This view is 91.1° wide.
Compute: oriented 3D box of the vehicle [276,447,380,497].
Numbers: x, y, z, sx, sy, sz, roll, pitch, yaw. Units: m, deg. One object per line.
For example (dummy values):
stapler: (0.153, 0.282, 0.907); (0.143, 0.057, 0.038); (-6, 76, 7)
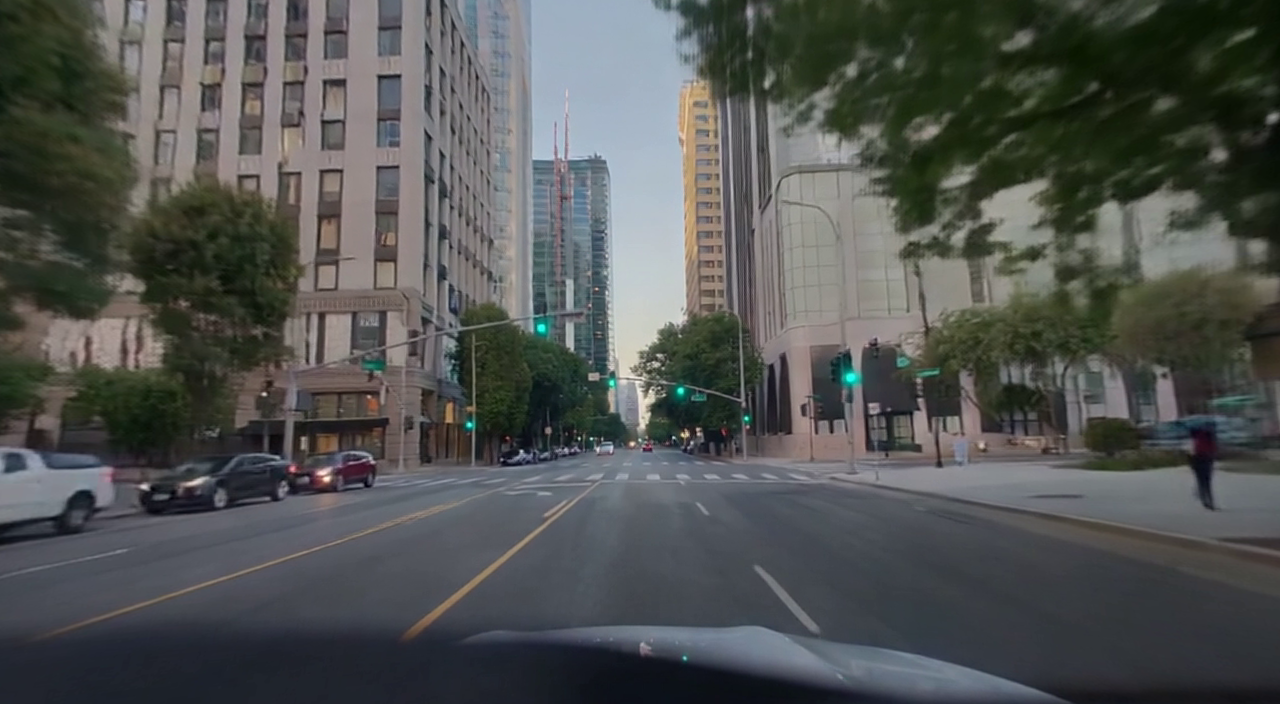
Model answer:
vehicle: (-11.990, 4.598, 24.461); (1.956, 1.624, 4.186); (-3, -8, 0)

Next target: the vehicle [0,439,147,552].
vehicle: (-12.280, 2.566, 11.343); (2.126, 1.963, 5.547); (0, -8, 1)

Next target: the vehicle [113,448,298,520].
vehicle: (-12.078, 3.641, 17.927); (1.898, 1.724, 4.445); (0, -8, 3)
